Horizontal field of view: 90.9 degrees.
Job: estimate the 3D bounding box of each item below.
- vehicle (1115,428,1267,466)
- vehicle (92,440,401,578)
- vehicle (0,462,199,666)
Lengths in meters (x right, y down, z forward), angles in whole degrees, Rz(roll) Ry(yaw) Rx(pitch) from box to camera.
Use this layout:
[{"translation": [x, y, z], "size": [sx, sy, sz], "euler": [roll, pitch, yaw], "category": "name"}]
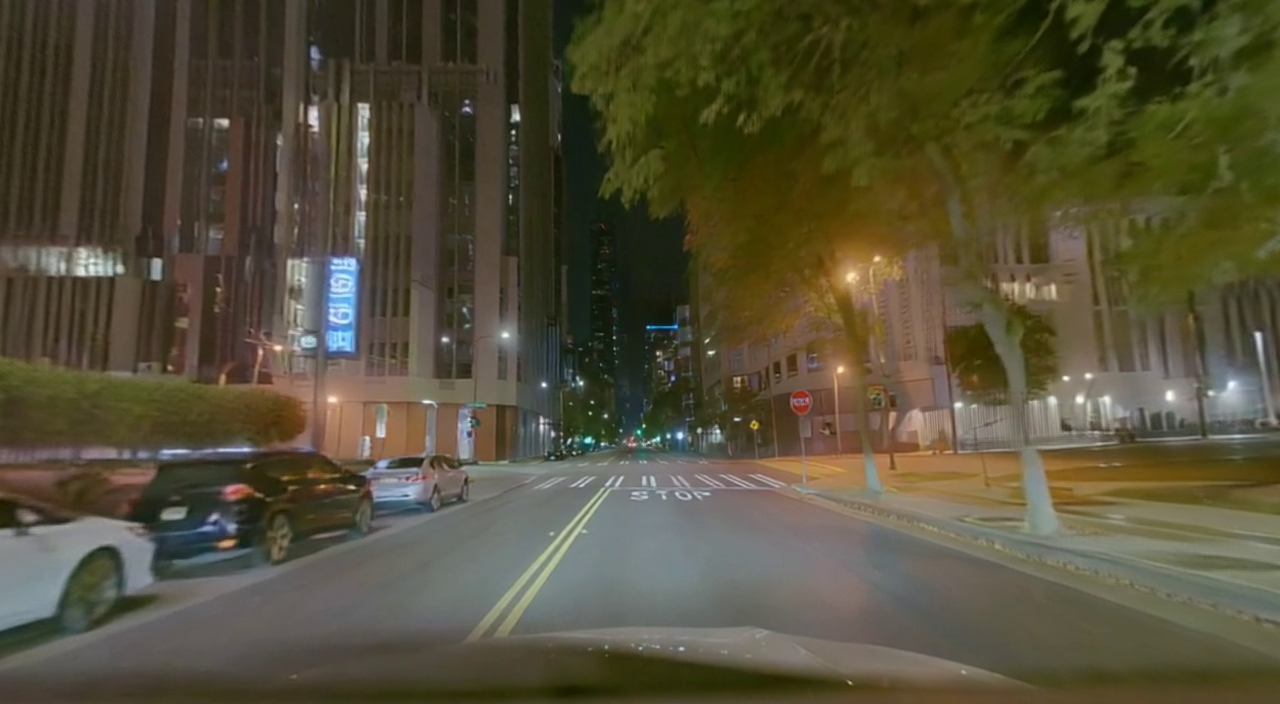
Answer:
[{"translation": [22.378, 3.878, 25.726], "size": [4.347, 1.476, 1.926], "euler": [0, -9, 0], "category": "vehicle"}, {"translation": [-5.606, 2.229, 9.908], "size": [1.901, 1.631, 4.570], "euler": [0, -8, 0], "category": "vehicle"}, {"translation": [-5.710, 1.528, 4.285], "size": [2.131, 1.407, 4.547], "euler": [0, -8, 0], "category": "vehicle"}]
